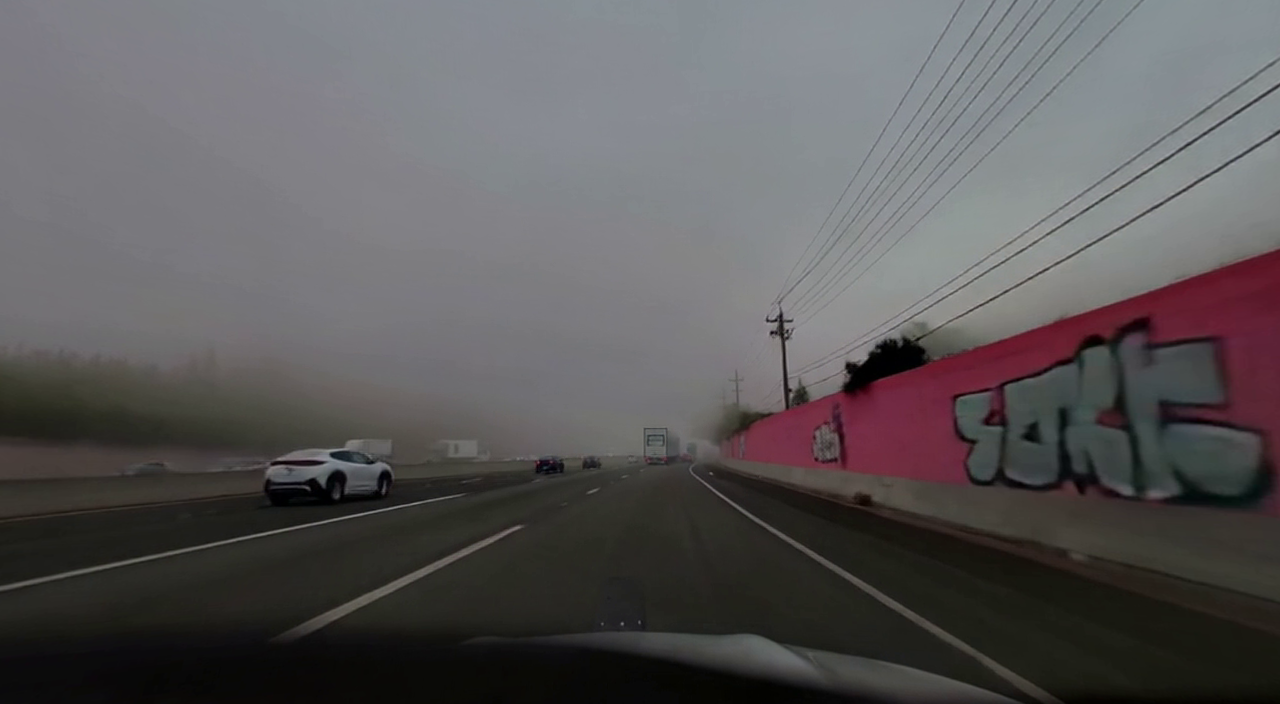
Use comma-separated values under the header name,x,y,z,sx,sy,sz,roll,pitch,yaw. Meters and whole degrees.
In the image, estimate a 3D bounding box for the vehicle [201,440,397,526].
name,x,y,z,sx,sy,sz,roll,pitch,yaw
vehicle,-7.096,2.737,13.665,1.966,1.565,3.766,-1,-9,3

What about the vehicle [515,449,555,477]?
name,x,y,z,sx,sy,sz,roll,pitch,yaw
vehicle,-6.034,6.392,36.426,1.708,1.489,2.840,-1,-9,3
